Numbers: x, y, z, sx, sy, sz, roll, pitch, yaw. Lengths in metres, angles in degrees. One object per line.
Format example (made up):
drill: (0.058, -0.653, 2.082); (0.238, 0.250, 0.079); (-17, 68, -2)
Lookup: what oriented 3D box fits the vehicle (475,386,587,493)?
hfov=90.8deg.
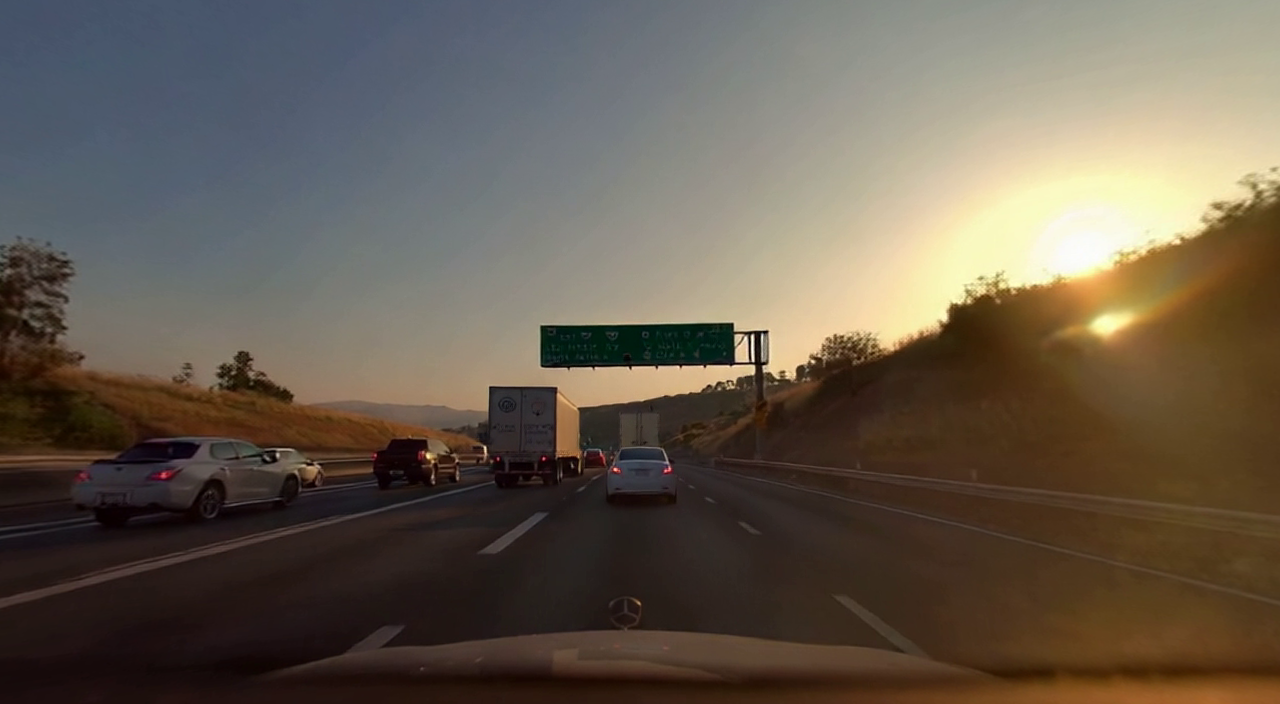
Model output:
vehicle: (-3.744, 3.311, 23.615); (2.812, 3.342, 7.248); (0, -9, 1)

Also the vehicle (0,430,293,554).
vehicle: (-7.906, 2.115, 10.228); (1.879, 1.521, 4.623); (-1, -9, 1)

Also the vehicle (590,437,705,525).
vehicle: (0.088, 2.521, 12.769); (1.995, 1.495, 3.380); (0, -9, -1)

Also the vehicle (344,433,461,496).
vehicle: (-7.342, 3.525, 20.051); (1.952, 1.746, 4.332); (-1, -9, 1)
